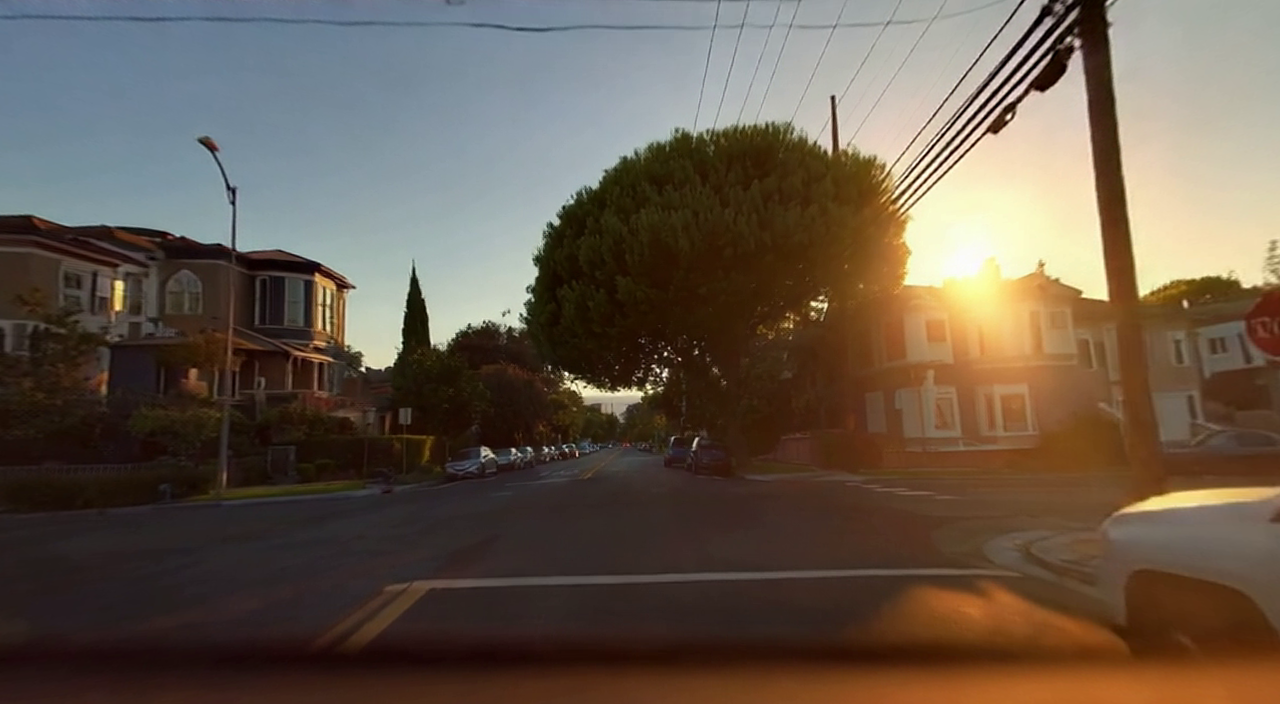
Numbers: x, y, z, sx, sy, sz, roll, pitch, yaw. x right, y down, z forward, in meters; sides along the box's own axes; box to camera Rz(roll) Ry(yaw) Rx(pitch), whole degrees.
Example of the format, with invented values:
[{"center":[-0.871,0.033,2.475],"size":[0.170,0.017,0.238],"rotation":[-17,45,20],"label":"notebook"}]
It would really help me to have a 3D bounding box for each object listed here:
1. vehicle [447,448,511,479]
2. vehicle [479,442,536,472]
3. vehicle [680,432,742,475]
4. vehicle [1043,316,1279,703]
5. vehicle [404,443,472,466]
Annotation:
[{"center":[-7.289,5.054,29.035],"size":[1.926,1.307,3.909],"rotation":[0,-9,0],"label":"vehicle"},{"center":[-7.145,5.710,34.619],"size":[1.957,1.549,4.527],"rotation":[0,-9,2],"label":"vehicle"},{"center":[3.006,4.436,27.814],"size":[2.114,1.708,4.474],"rotation":[0,-9,-1],"label":"vehicle"},{"center":[3.170,0.581,1.023],"size":[2.035,1.708,4.355],"rotation":[0,-9,-2],"label":"vehicle"},{"center":[-13.488,6.863,42.265],"size":[3.905,1.480,1.892],"rotation":[0,-9,-1],"label":"vehicle"}]
